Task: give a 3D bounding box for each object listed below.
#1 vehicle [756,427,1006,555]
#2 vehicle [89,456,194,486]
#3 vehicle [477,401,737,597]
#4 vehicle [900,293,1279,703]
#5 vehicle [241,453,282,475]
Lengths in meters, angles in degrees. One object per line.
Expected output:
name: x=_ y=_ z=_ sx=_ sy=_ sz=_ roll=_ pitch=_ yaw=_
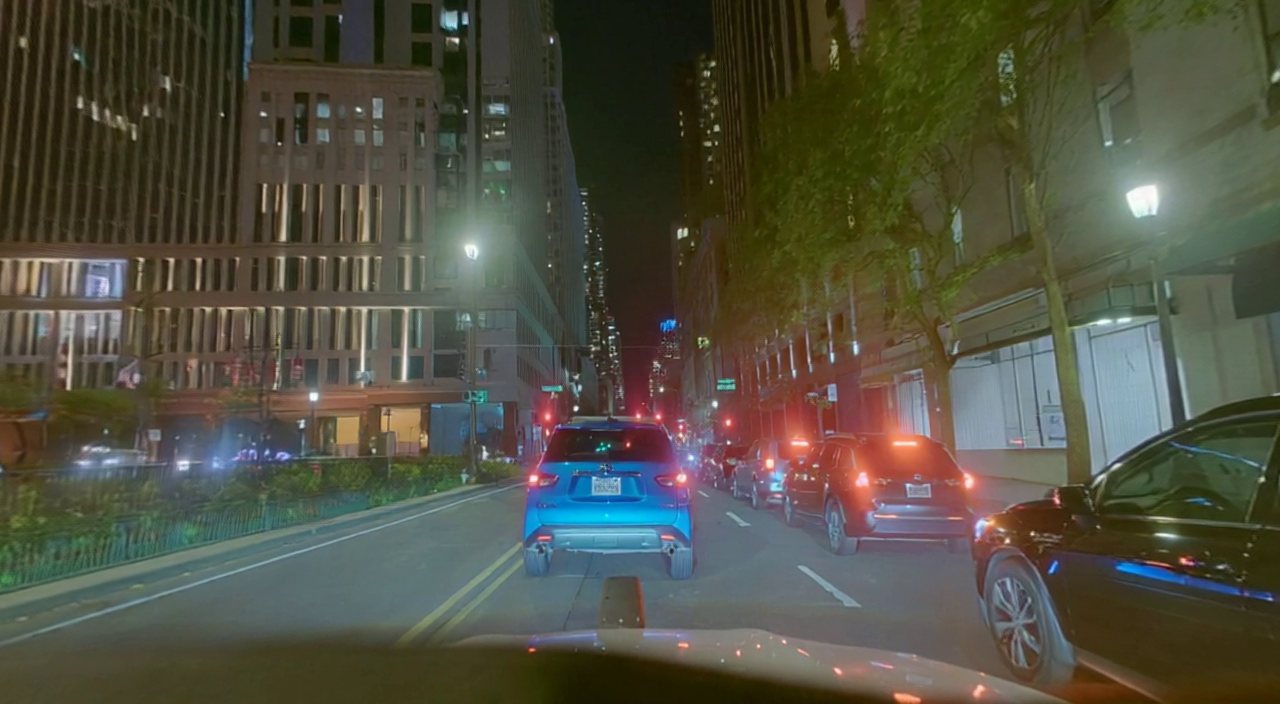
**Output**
vehicle: x=3.280 y=1.989 z=9.820 sx=1.941 sy=1.482 sz=4.632 roll=0 pitch=-9 yaw=-2
vehicle: x=-27.558 y=6.562 z=35.159 sx=1.967 sy=1.428 sz=4.832 roll=0 pitch=-9 yaw=-1
vehicle: x=-0.337 y=1.582 z=7.614 sx=2.249 sy=1.684 sz=4.084 roll=0 pitch=-9 yaw=-1
vehicle: x=2.997 y=0.751 z=2.253 sx=2.063 sy=1.760 sz=4.664 roll=0 pitch=-9 yaw=-1
vehicle: x=-27.499 y=8.111 z=46.045 sx=1.960 sy=1.459 sz=4.699 roll=4 pitch=-9 yaw=-24
